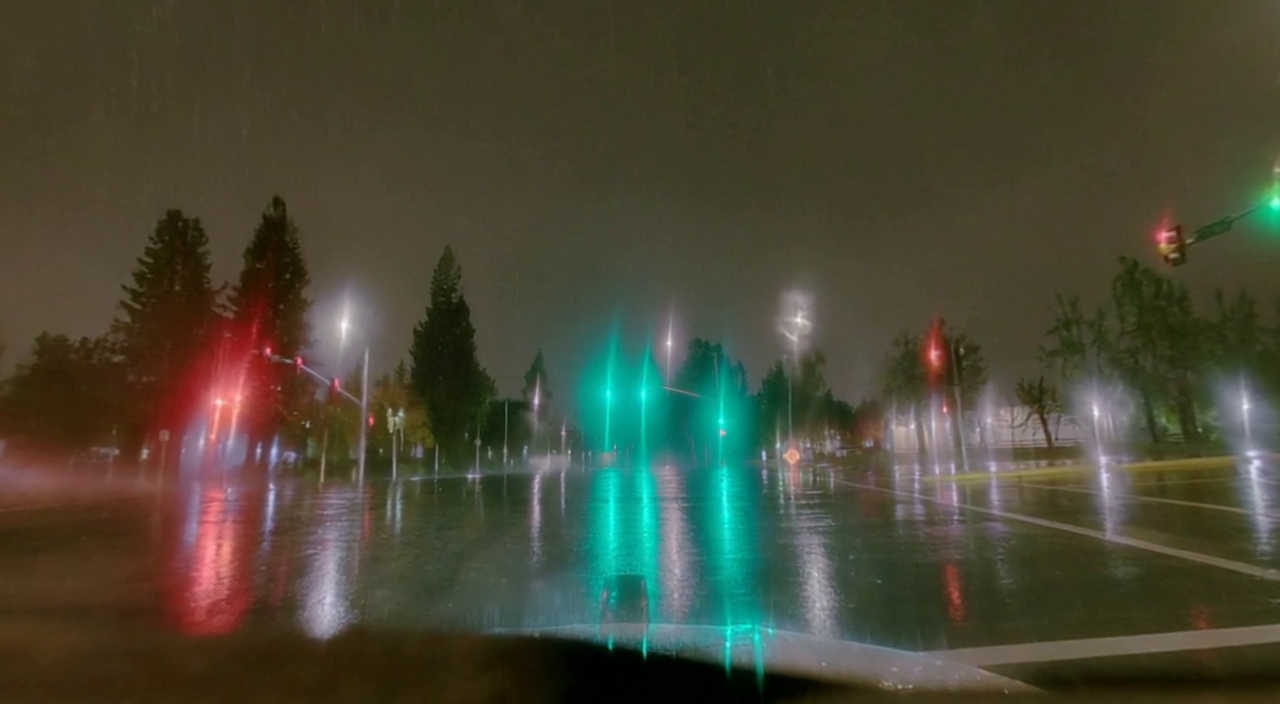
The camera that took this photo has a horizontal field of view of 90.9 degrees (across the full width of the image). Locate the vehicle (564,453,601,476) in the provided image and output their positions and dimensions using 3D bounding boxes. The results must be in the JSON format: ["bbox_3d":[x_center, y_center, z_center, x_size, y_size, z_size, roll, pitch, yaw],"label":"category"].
[{"bbox_3d":[-4.480,8.849,49.835,2.030,1.704,4.205,-1,-8,7],"label":"vehicle"}]
